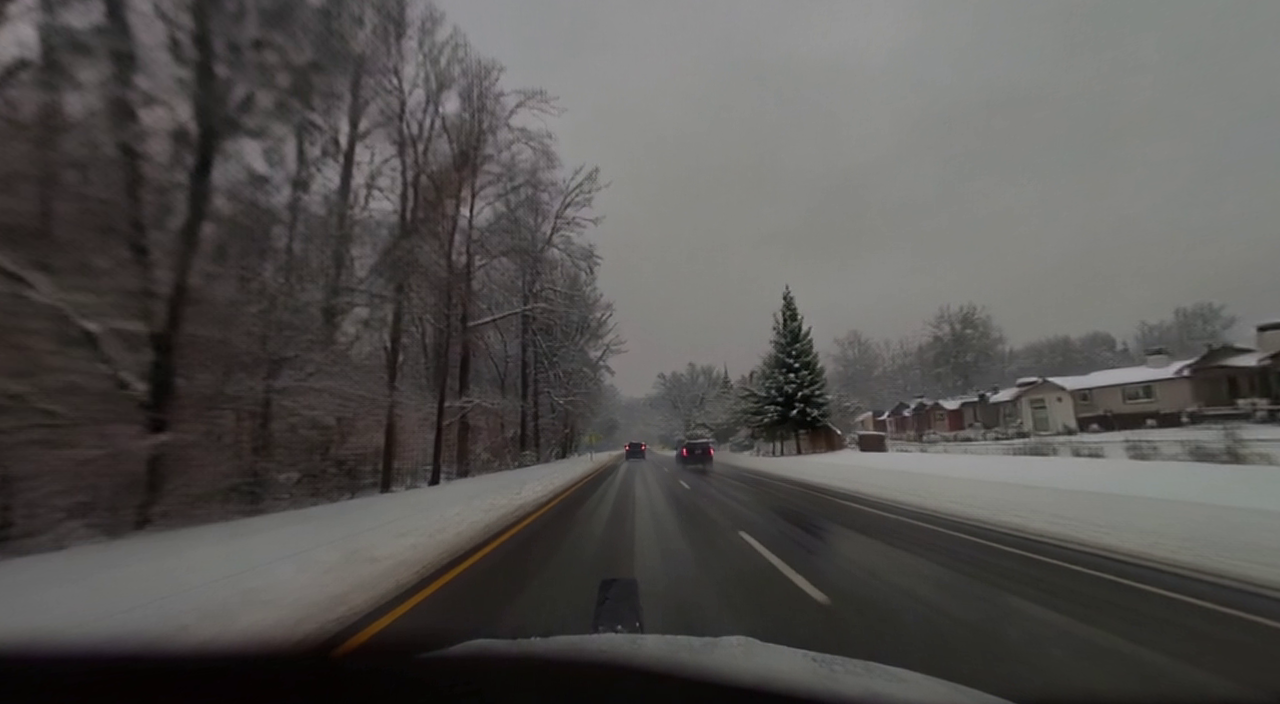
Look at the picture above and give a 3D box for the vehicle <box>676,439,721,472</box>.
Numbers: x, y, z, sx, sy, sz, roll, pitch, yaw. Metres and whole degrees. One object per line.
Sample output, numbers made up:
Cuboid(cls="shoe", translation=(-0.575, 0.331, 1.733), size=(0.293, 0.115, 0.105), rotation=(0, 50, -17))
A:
Cuboid(cls="vehicle", translation=(3.067, 5.520, 33.770), size=(1.888, 1.640, 4.044), rotation=(0, -9, -2))
